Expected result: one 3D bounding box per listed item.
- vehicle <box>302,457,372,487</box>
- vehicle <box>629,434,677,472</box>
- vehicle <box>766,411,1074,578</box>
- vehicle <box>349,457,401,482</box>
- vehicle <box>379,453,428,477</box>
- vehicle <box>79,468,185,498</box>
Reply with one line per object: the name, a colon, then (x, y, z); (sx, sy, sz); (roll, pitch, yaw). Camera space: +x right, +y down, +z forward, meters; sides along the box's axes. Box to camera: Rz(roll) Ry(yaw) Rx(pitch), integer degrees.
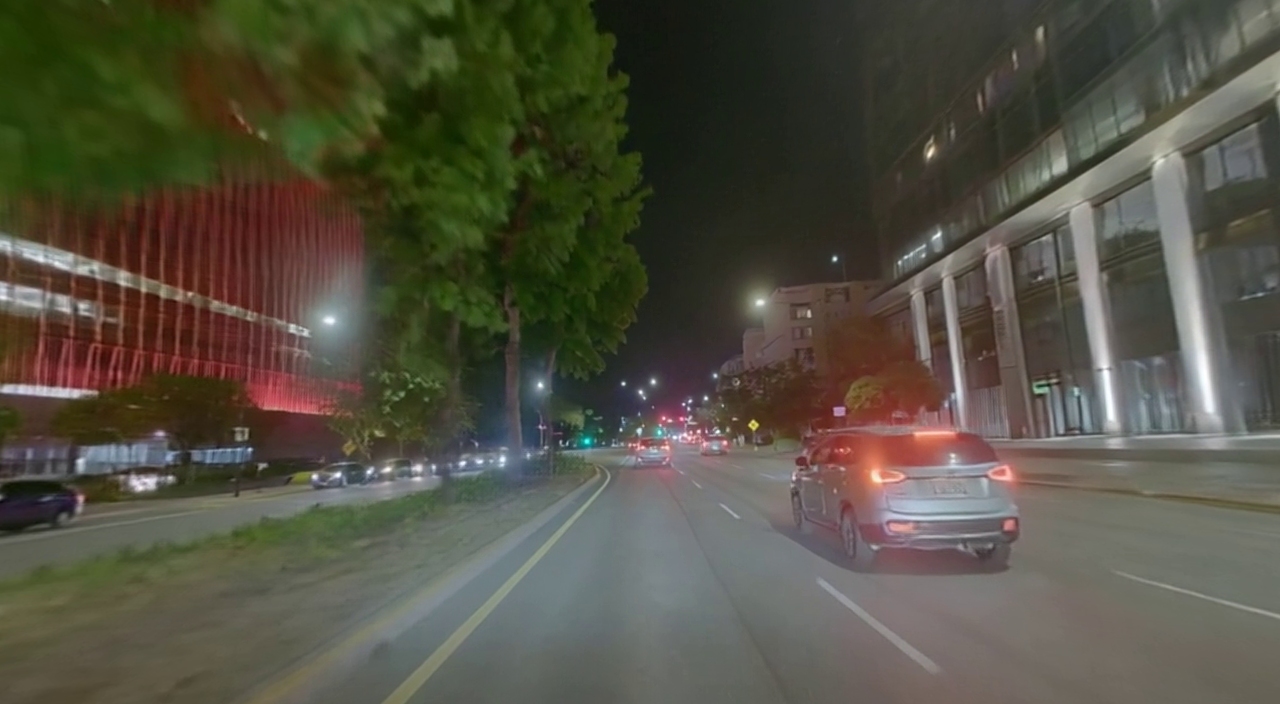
vehicle: (-18.403, 7.281, 38.513); (1.853, 1.614, 4.514); (-1, -8, 2)
vehicle: (0.557, 4.819, 30.217); (2.125, 1.669, 3.880); (0, -8, -1)
vehicle: (3.179, 1.717, 8.493); (1.931, 1.591, 4.708); (0, -8, -1)
vehicle: (-18.345, 8.104, 43.802); (1.786, 1.523, 4.309); (0, -8, -1)
vehicle: (-18.363, 8.798, 49.157); (2.049, 1.678, 4.376); (0, -8, 0)
vehicle: (-29.602, 7.641, 36.833); (4.483, 1.618, 1.829); (0, -8, -2)
